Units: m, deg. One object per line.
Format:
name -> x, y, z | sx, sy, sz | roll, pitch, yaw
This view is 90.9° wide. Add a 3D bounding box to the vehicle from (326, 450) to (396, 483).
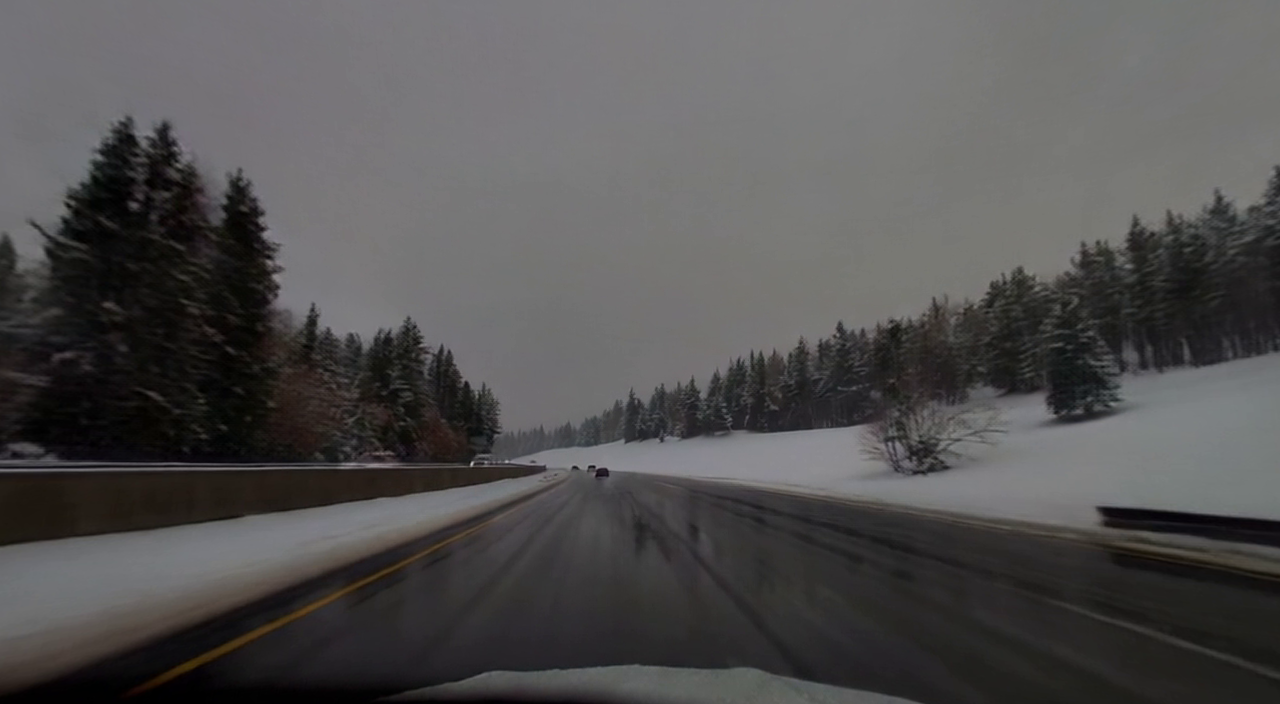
vehicle -> -13.438, 5.555, 30.611 | 1.784, 1.447, 3.731 | 1, -10, -2
